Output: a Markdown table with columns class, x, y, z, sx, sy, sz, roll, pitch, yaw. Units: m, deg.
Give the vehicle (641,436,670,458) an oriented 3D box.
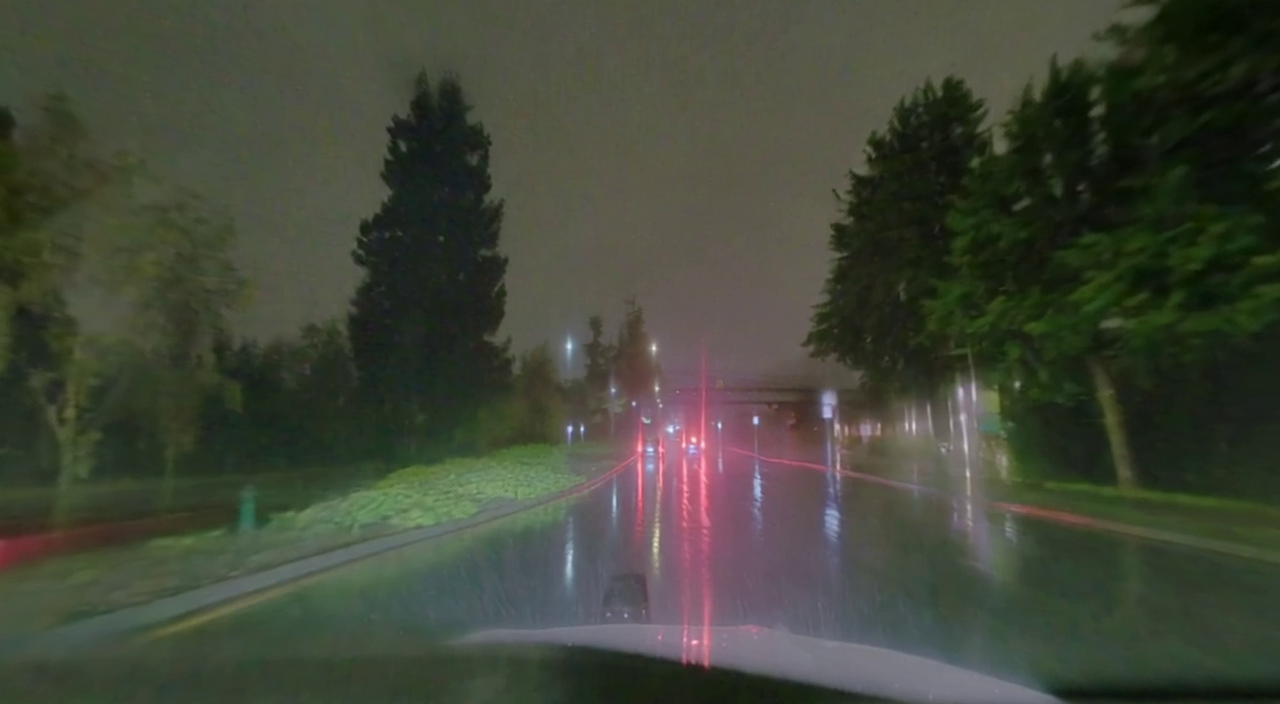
| class | x | y | z | sx | sy | sz | roll | pitch | yaw |
| --- | --- | --- | --- | --- | --- | --- | --- | --- | --- |
| vehicle | 1.107 | 6.960 | 46.133 | 2.039 | 1.462 | 4.203 | 0 | -9 | 1 |
